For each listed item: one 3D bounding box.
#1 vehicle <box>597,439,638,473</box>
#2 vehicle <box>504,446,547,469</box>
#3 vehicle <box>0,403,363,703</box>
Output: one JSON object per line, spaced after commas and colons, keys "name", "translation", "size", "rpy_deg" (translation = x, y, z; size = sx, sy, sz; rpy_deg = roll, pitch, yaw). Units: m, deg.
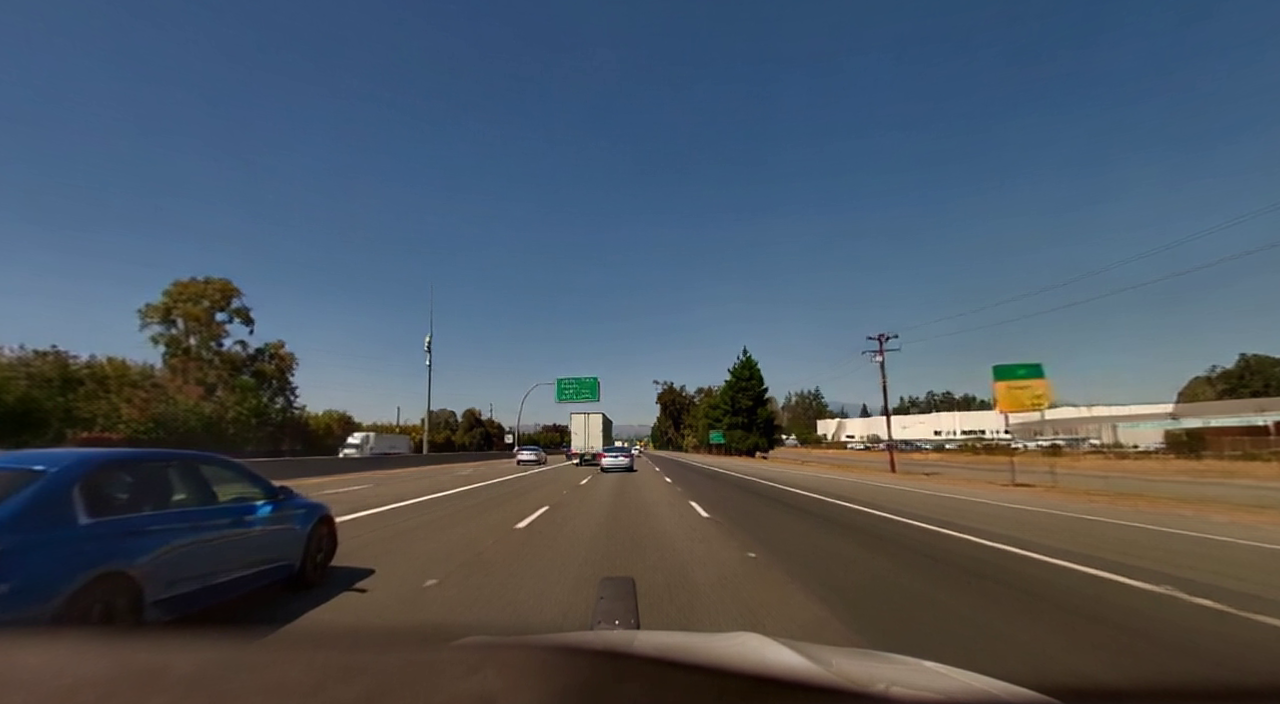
{"name": "vehicle", "translation": [-1.120, 5.530, 33.690], "size": [2.033, 1.669, 4.112], "rpy_deg": [0, -9, 0]}
{"name": "vehicle", "translation": [-7.607, 7.042, 42.407], "size": [2.026, 1.477, 4.467], "rpy_deg": [0, -9, 0]}
{"name": "vehicle", "translation": [-3.675, 1.158, 3.826], "size": [1.997, 1.507, 4.391], "rpy_deg": [0, -9, 0]}
